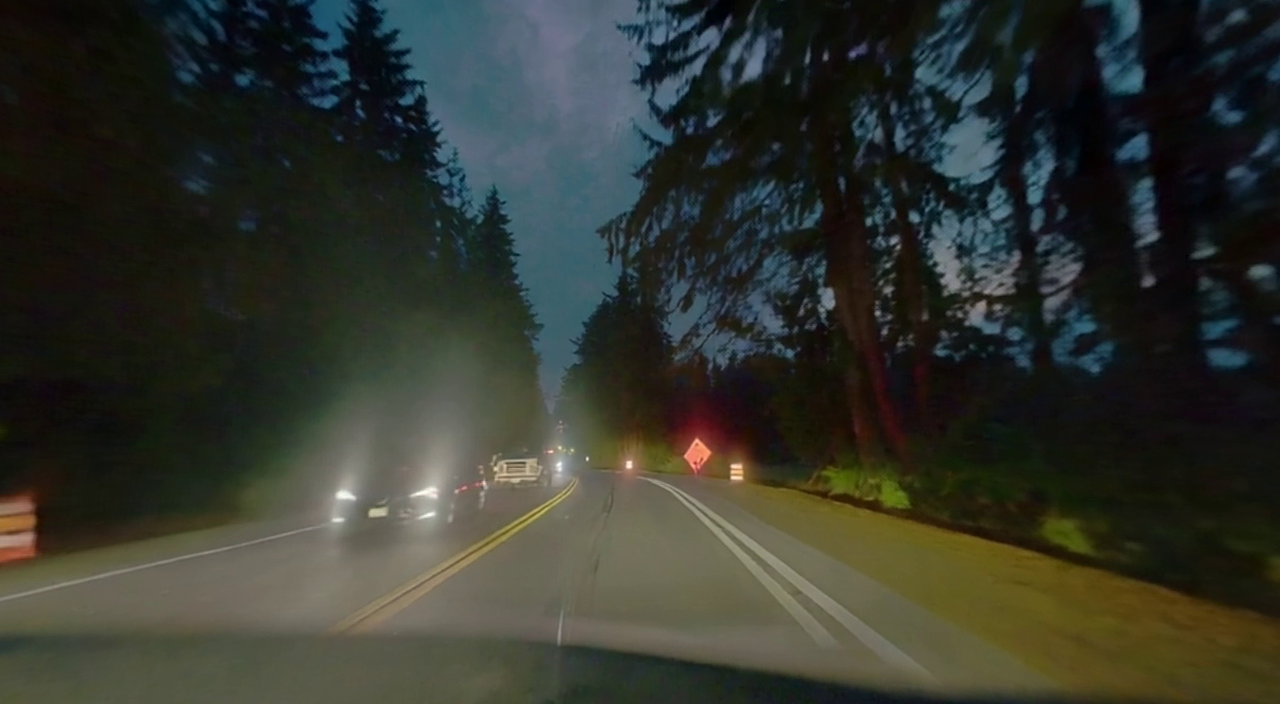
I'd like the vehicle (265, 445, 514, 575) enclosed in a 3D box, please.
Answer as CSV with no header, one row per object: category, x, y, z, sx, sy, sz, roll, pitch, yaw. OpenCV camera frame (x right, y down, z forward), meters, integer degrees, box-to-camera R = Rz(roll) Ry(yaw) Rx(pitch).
vehicle,-3.295,2.129,9.379,2.032,1.444,4.164,0,-9,-1

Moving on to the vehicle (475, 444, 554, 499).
vehicle,-4.384,4.225,22.846,2.177,1.721,4.794,0,-9,-4
